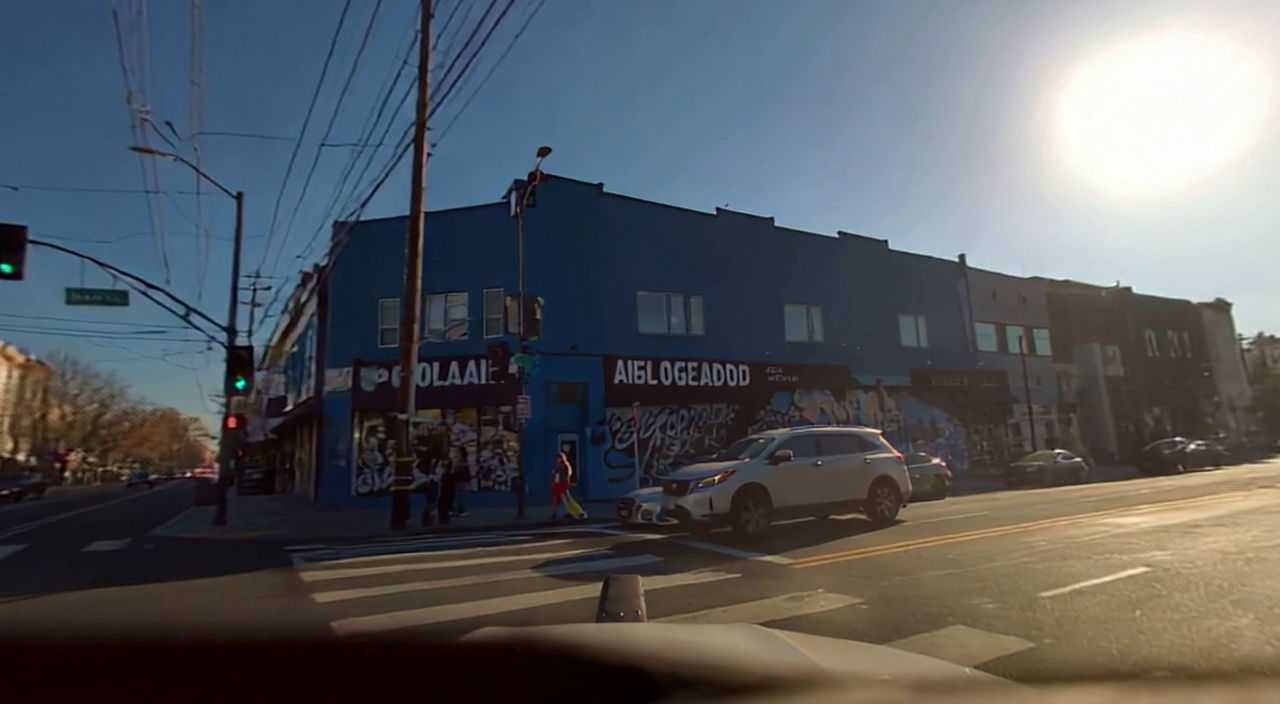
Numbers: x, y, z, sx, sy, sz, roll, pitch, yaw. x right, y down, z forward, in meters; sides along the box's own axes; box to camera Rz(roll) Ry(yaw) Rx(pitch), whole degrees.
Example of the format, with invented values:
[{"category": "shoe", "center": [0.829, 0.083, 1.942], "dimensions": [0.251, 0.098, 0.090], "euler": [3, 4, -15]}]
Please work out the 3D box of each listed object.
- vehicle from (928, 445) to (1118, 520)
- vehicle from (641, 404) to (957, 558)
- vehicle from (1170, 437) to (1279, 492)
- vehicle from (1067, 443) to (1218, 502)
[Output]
[{"category": "vehicle", "center": [9.144, 2.968, 14.994], "dimensions": [4.672, 1.459, 1.938], "euler": [5, -10, -33]}, {"category": "vehicle", "center": [2.743, 1.999, 10.597], "dimensions": [4.970, 1.972, 2.372], "euler": [5, -10, -34]}, {"category": "vehicle", "center": [21.719, 4.057, 23.224], "dimensions": [4.811, 1.807, 1.955], "euler": [5, -10, -33]}, {"category": "vehicle", "center": [15.081, 3.526, 18.921], "dimensions": [4.619, 1.511, 2.010], "euler": [5, -10, -32]}]
